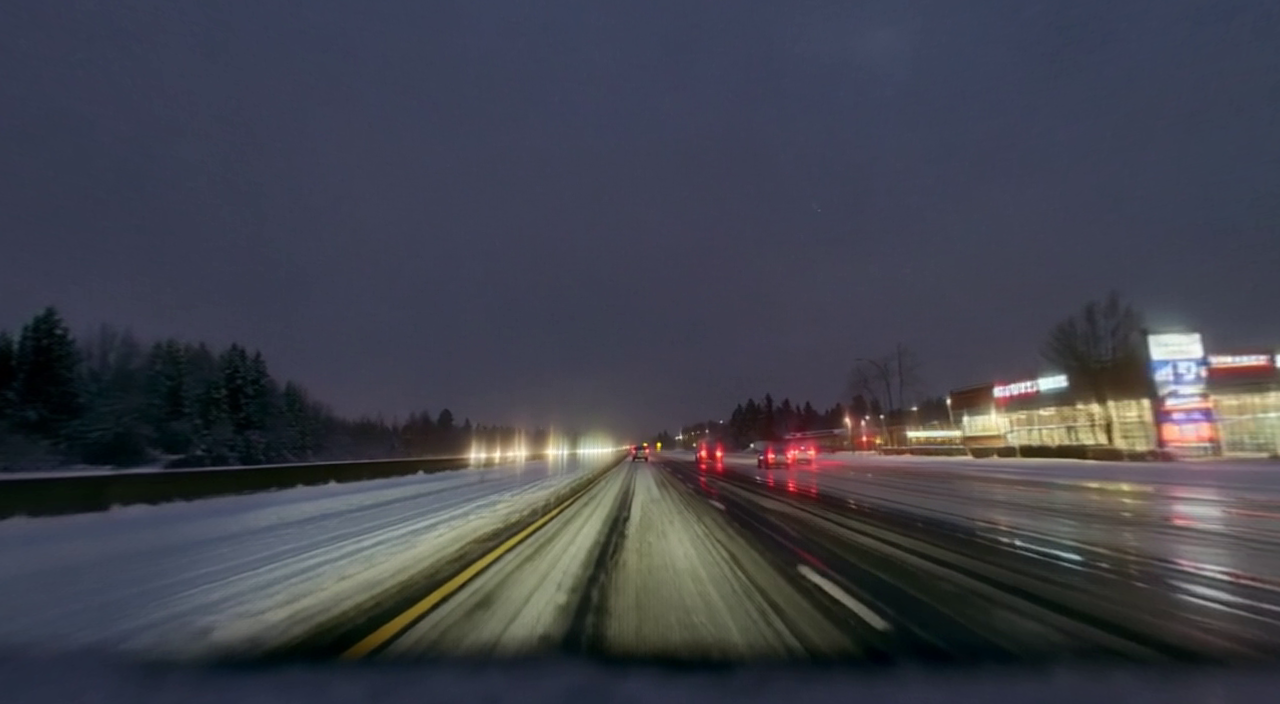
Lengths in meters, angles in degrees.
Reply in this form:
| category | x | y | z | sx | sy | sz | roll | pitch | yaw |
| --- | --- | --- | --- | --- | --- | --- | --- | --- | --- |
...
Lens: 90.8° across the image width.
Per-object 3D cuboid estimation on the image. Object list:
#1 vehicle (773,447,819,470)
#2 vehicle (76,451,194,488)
| category | x | y | z | sx | sy | sz | roll | pitch | yaw |
| --- | --- | --- | --- | --- | --- | --- | --- | --- | --- |
| vehicle | 10.694 | 7.290 | 43.584 | 1.953 | 1.473 | 4.512 | 0 | -8 | -1 |
| vehicle | -26.065 | 6.049 | 32.893 | 2.111 | 1.702 | 5.024 | 0 | -8 | -2 |
